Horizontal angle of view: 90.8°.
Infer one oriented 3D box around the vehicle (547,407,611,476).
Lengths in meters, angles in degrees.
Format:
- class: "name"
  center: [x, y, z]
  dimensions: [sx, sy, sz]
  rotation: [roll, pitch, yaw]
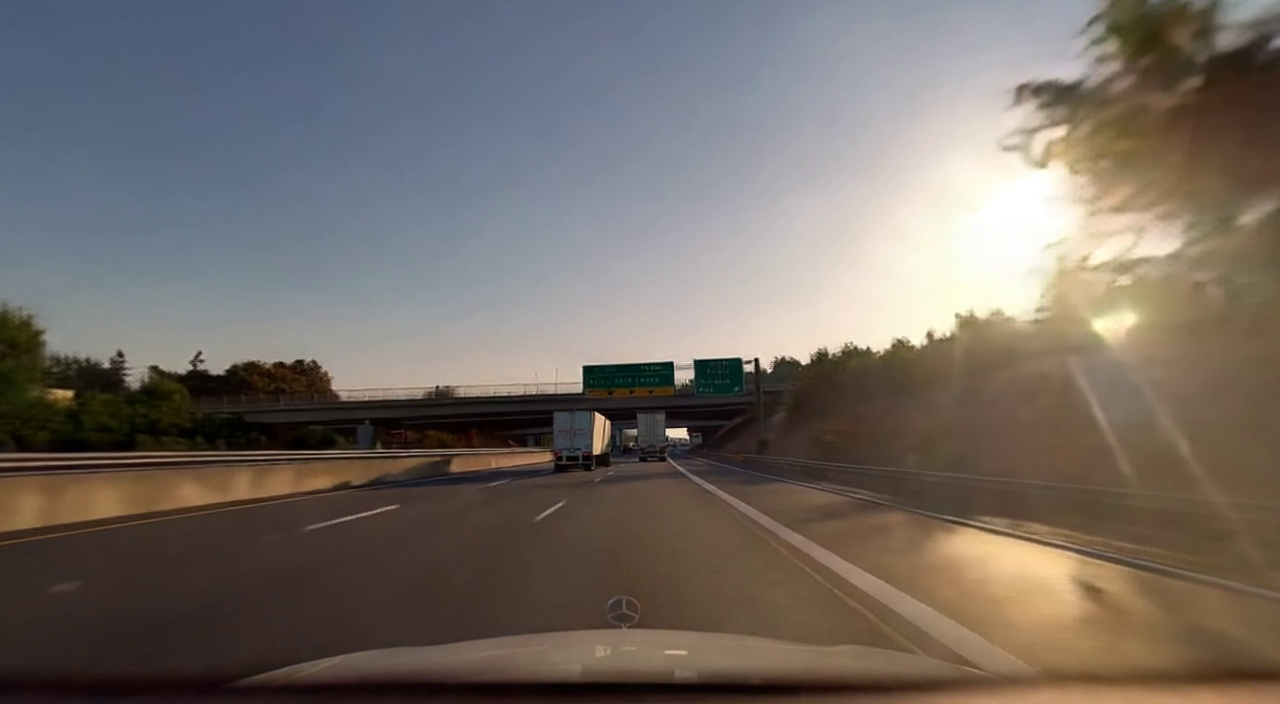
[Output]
- class: "vehicle"
  center: [-3.079, 4.836, 33.783]
  dimensions: [2.696, 3.266, 7.062]
  rotation: [0, -9, 0]
